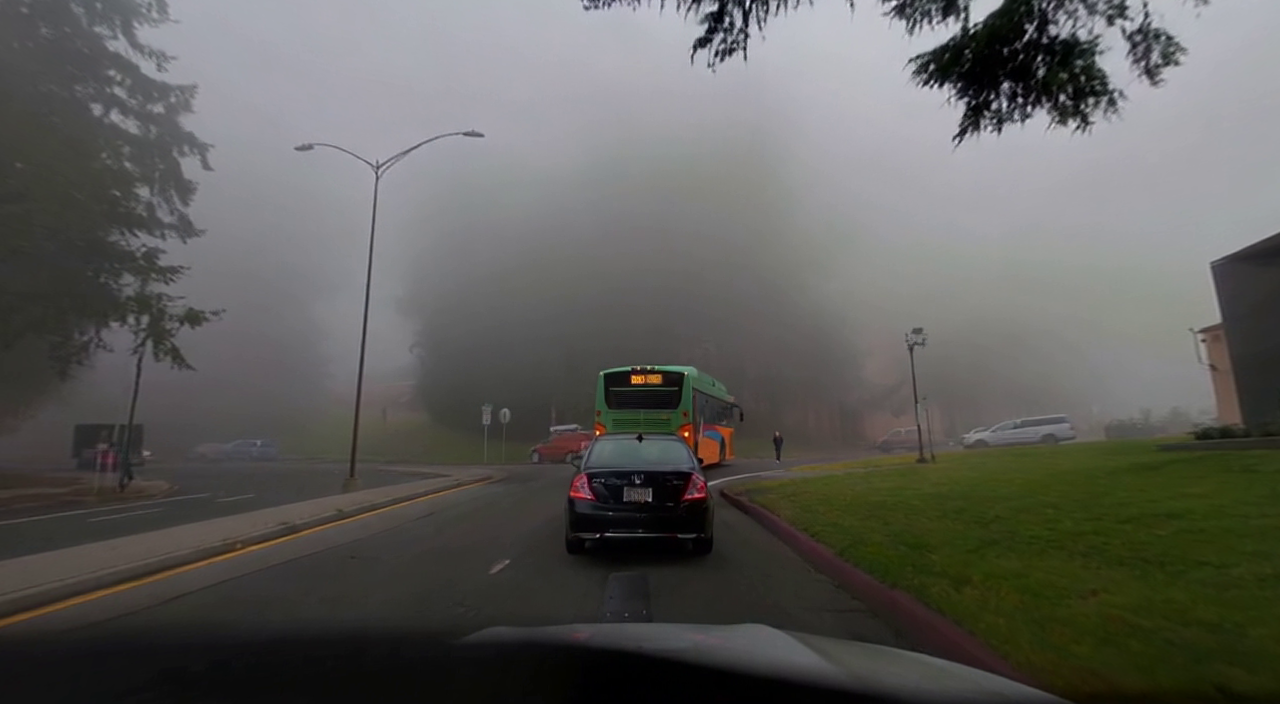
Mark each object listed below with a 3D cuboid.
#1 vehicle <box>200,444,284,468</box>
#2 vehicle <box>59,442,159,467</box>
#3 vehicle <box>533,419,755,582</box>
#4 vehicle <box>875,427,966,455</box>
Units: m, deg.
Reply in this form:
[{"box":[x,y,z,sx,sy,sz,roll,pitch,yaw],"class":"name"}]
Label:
[{"box":[-25.981,6.794,41.333,4.403,1.422,1.697,4,-9,-26],"class":"vehicle"},{"box":[-32.071,6.192,38.212,4.473,1.442,1.743,7,-11,-39],"class":"vehicle"},{"box":[0.067,1.649,7.787,2.020,1.478,3.922,0,-8,1],"class":"vehicle"},{"box":[15.822,5.056,35.654,4.338,1.464,1.782,-6,-10,35],"class":"vehicle"}]
